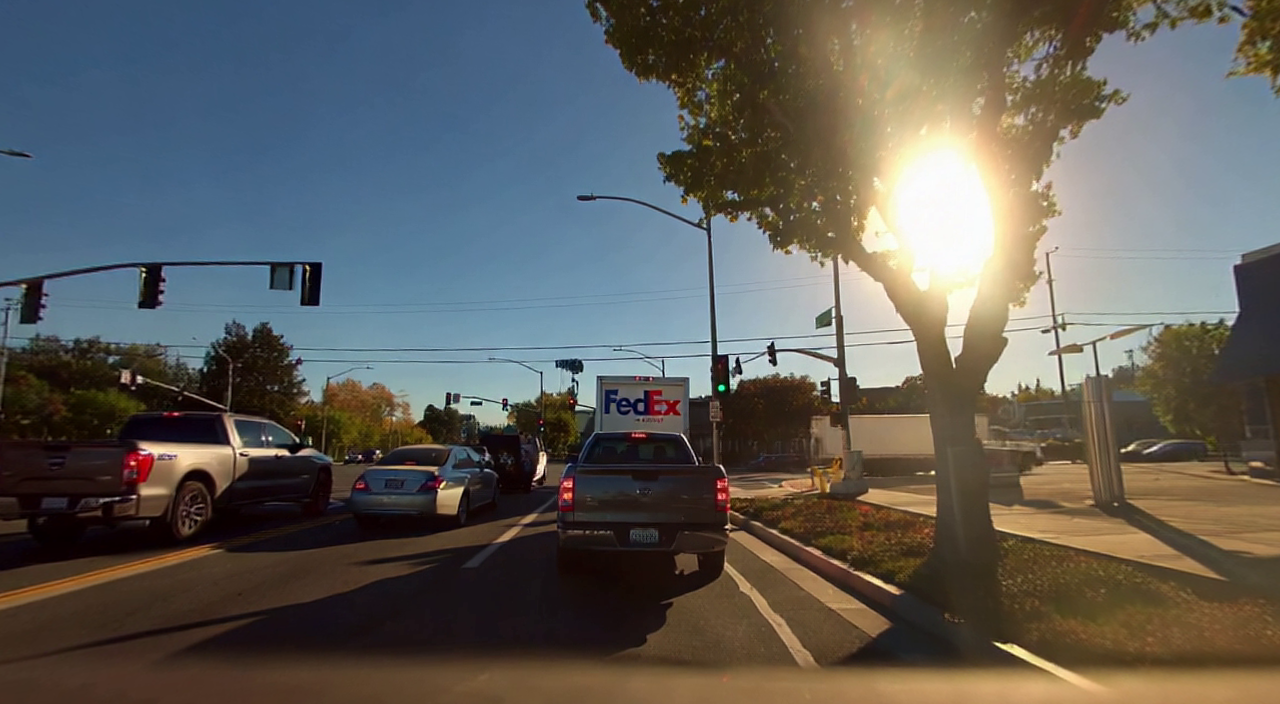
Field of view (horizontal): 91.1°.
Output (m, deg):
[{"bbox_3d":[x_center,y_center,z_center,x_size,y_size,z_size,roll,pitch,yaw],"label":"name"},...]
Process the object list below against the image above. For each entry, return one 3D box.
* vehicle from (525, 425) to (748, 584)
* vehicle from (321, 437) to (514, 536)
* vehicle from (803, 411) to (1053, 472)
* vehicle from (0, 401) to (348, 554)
[{"bbox_3d":[-0.030,1.797,8.259,2.145,1.513,4.269,0,-9,0],"label":"vehicle"},{"bbox_3d":[-3.866,2.401,11.877,1.949,1.487,4.390,0,-9,1],"label":"vehicle"},{"bbox_3d":[16.458,5.244,36.764,12.889,3.380,3.345,0,-9,0],"label":"vehicle"},{"bbox_3d":[-7.285,1.979,10.650,2.125,1.893,5.498,0,-9,-2],"label":"vehicle"}]
